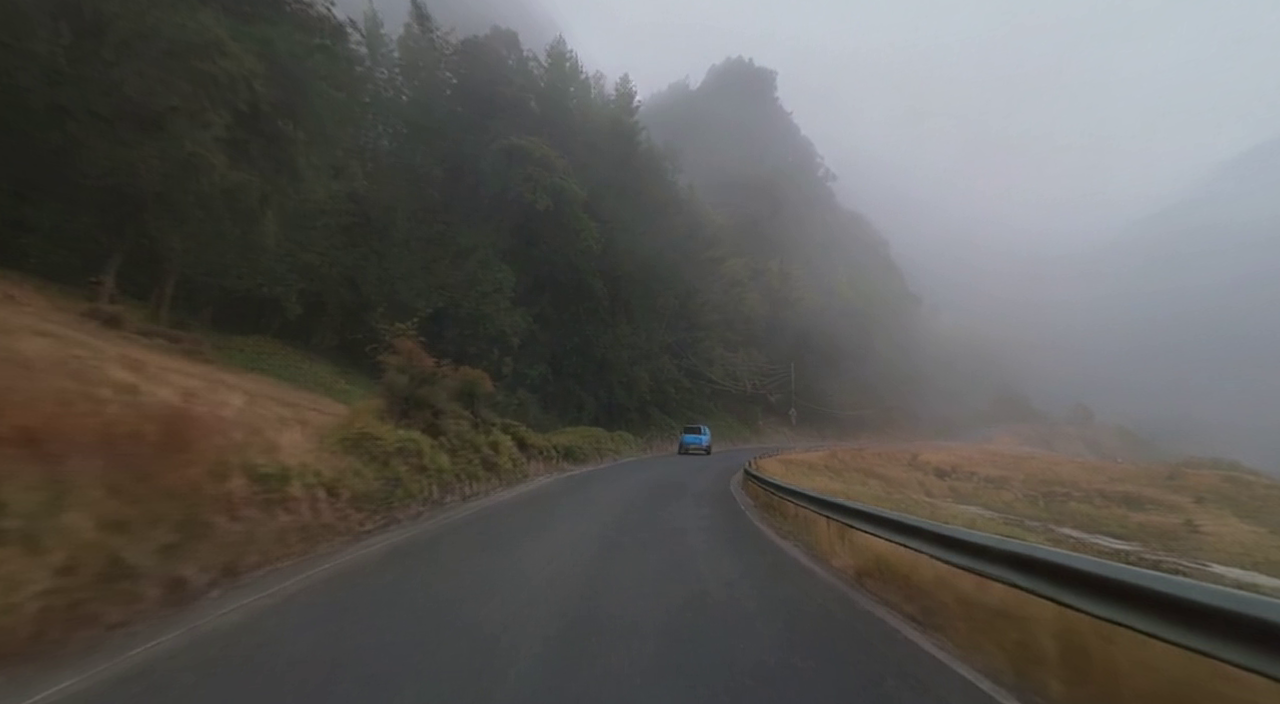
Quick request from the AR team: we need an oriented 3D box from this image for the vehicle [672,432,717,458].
[{"bbox_3d":[4.047,6.784,46.041,2.251,1.799,4.776,-3,-9,17],"label":"vehicle"}]
